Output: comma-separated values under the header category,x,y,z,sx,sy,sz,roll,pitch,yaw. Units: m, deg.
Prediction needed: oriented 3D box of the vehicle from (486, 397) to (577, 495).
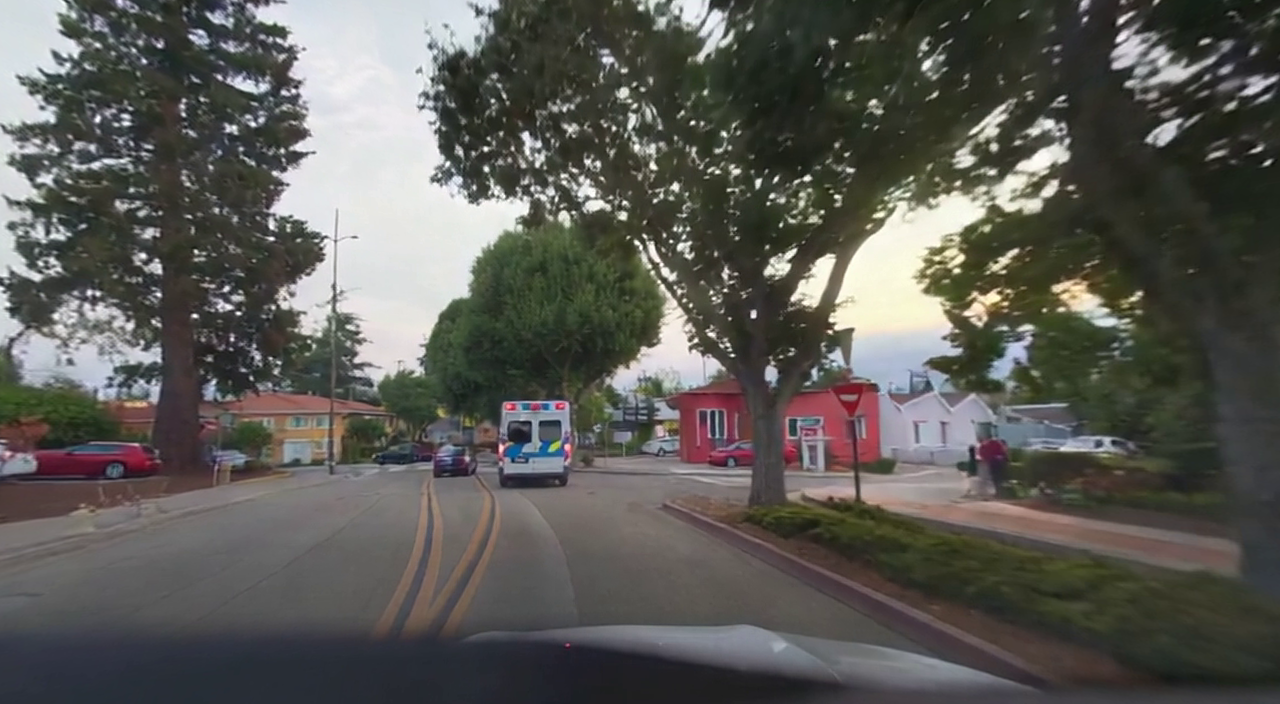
category,x,y,z,sx,sy,sz,roll,pitch,yaw
vehicle,-3.512,2.932,19.974,2.444,2.640,5.482,1,-8,-12

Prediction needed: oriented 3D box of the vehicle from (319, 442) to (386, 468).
category,x,y,z,sx,sy,sz,roll,pitch,yaw
vehicle,-20.702,7.392,45.431,4.502,1.810,2.056,-5,-9,28

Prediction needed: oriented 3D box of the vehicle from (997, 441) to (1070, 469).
category,x,y,z,sx,sy,sz,roll,pitch,yaw
vehicle,25.033,6.517,40.386,1.899,1.635,4.603,-1,-8,4

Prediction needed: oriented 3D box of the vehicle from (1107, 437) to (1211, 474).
category,x,y,z,sx,sy,sz,roll,pitch,yaw
vehicle,27.400,5.465,33.566,1.894,1.784,4.355,-1,-8,3

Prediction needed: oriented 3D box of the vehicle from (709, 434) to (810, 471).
category,x,y,z,sx,sy,sz,roll,pitch,yaw
vehicle,6.754,5.739,36.261,5.270,1.966,2.329,-1,-8,0

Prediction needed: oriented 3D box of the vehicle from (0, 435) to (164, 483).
category,x,y,z,sx,sy,sz,roll,pitch,yaw
vehicle,-23.497,4.377,25.749,5.910,1.681,2.579,1,-11,-16

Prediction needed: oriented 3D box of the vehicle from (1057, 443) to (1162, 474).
category,x,y,z,sx,sy,sz,roll,pitch,yaw
vehicle,24.840,5.639,33.700,1.861,1.470,4.867,-1,-8,0
